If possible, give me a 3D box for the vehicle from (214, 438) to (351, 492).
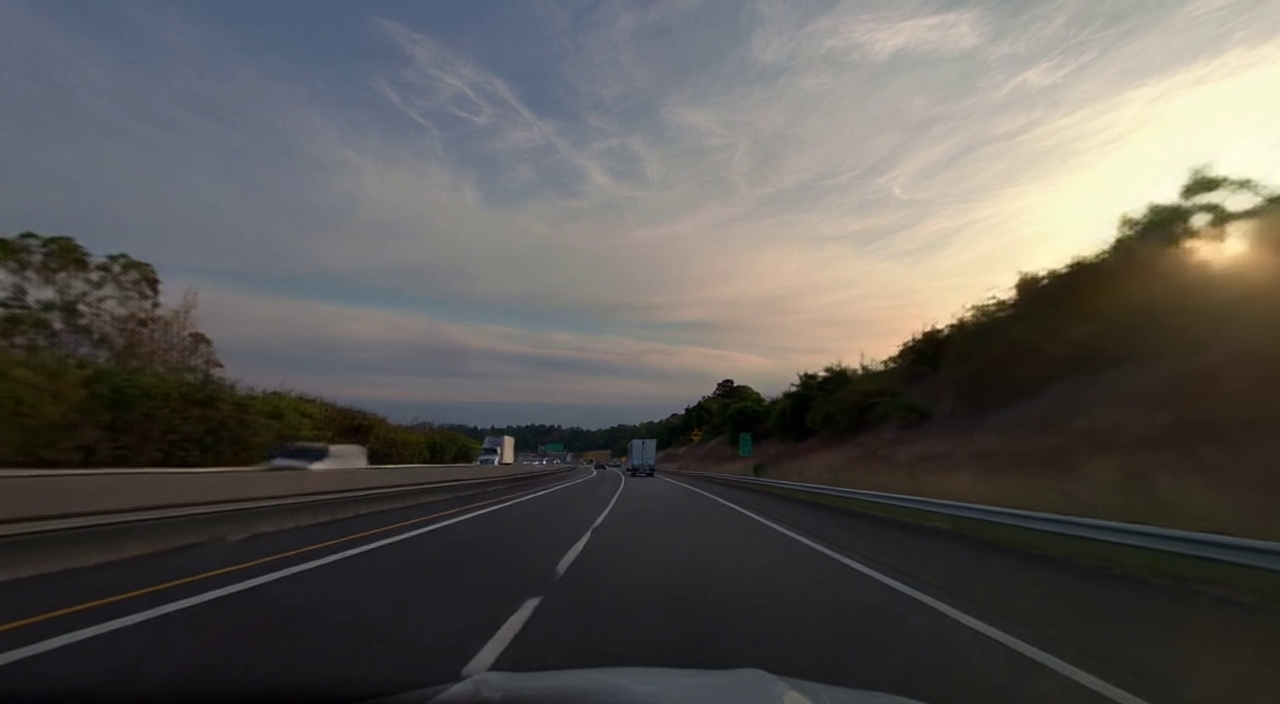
[{"bbox_3d":[-12.091,3.913,21.717,2.159,1.622,4.230,1,-11,0],"label":"vehicle"}]
